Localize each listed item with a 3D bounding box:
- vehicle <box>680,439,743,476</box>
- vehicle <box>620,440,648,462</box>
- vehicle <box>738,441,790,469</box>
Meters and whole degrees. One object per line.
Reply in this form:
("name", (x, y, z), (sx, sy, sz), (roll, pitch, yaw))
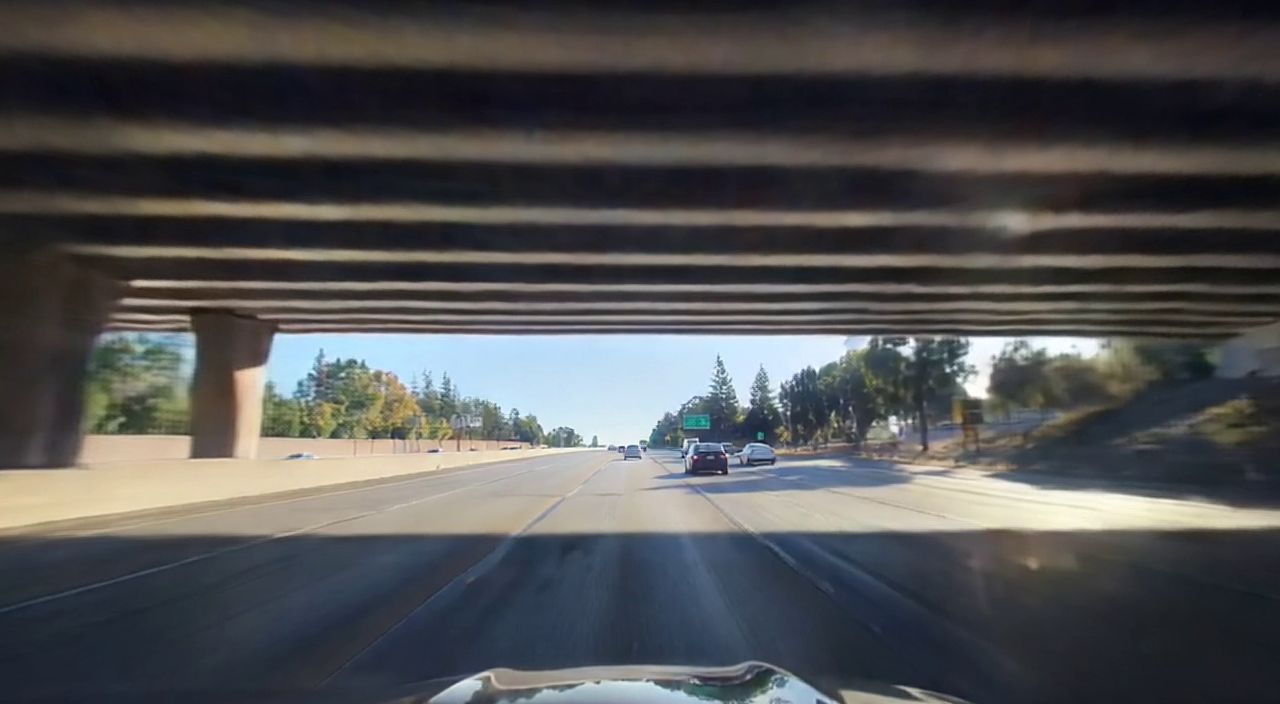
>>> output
("vehicle", (3.025, 4.606, 27.775), (2.076, 1.472, 4.562), (0, -9, -2))
("vehicle", (-0.488, 7.422, 47.369), (2.029, 1.595, 4.207), (0, -8, -1))
("vehicle", (6.973, 5.849, 36.056), (1.946, 1.497, 4.467), (0, -9, -2))
